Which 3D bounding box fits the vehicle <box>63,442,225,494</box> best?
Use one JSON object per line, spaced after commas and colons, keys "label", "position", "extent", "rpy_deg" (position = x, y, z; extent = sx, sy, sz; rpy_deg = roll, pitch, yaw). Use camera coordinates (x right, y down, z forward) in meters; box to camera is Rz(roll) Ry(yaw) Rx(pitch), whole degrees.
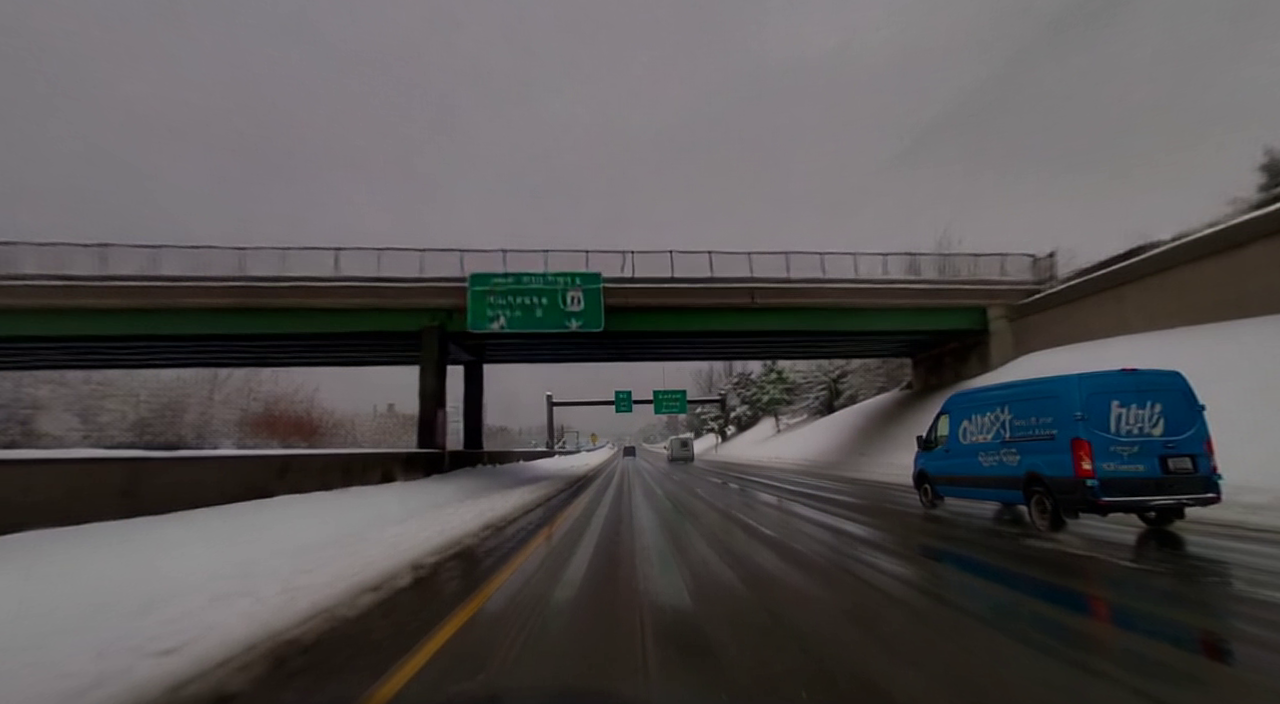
{"label": "vehicle", "position": [-15.810, 3.692, 20.382], "extent": [1.870, 1.492, 4.149], "rpy_deg": [0, -9, -1]}

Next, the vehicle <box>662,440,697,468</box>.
{"label": "vehicle", "position": [2.805, 7.438, 45.987], "extent": [2.007, 1.943, 5.010], "rpy_deg": [0, -9, -3]}

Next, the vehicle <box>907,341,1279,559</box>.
{"label": "vehicle", "position": [6.990, 1.601, 10.558], "extent": [2.283, 2.631, 5.719], "rpy_deg": [0, -9, -2]}
